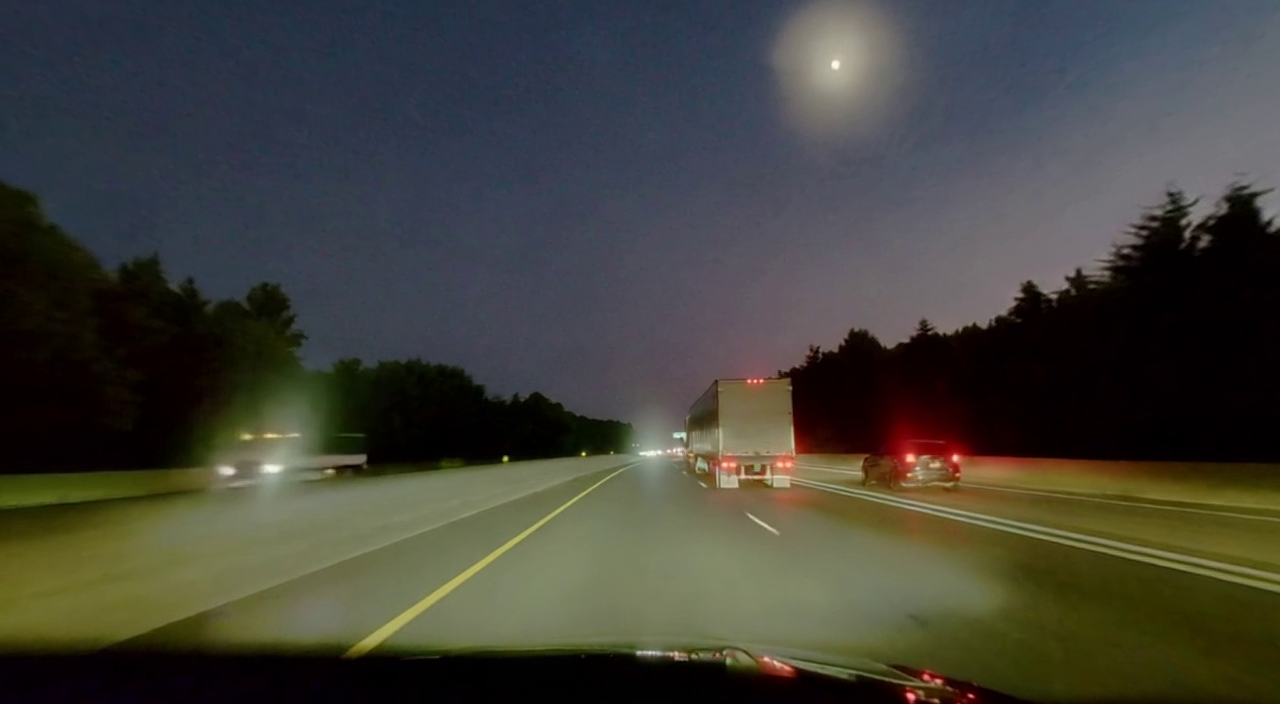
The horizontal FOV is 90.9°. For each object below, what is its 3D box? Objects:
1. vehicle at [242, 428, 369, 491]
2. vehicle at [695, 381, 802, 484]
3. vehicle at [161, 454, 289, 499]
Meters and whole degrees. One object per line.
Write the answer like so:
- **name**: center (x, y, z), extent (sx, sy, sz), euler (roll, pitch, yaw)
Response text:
- **vehicle**: center (-15.785, 5.132, 30.357), extent (2.638, 2.718, 6.116), euler (0, -9, 1)
- **vehicle**: center (4.825, 4.216, 31.521), extent (2.859, 3.984, 14.045), euler (0, -9, 0)
- **vehicle**: center (-15.886, 4.752, 24.426), extent (2.151, 1.554, 4.028), euler (0, -9, 1)
